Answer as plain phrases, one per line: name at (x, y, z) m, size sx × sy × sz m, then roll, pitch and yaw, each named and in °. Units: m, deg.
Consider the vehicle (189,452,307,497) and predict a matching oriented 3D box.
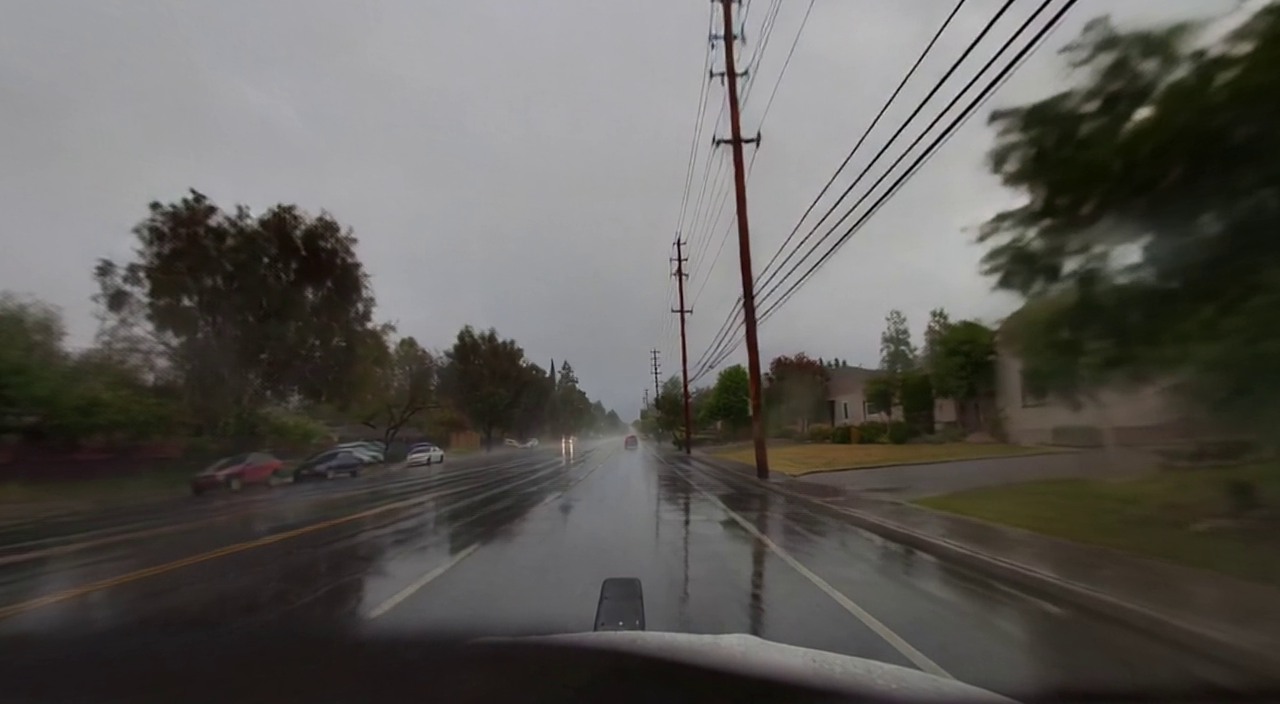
vehicle at (-15.911, 4.953, 25.992) m, size 2.031 × 1.482 × 4.476 m, roll -4°, pitch -8°, yaw 0°
